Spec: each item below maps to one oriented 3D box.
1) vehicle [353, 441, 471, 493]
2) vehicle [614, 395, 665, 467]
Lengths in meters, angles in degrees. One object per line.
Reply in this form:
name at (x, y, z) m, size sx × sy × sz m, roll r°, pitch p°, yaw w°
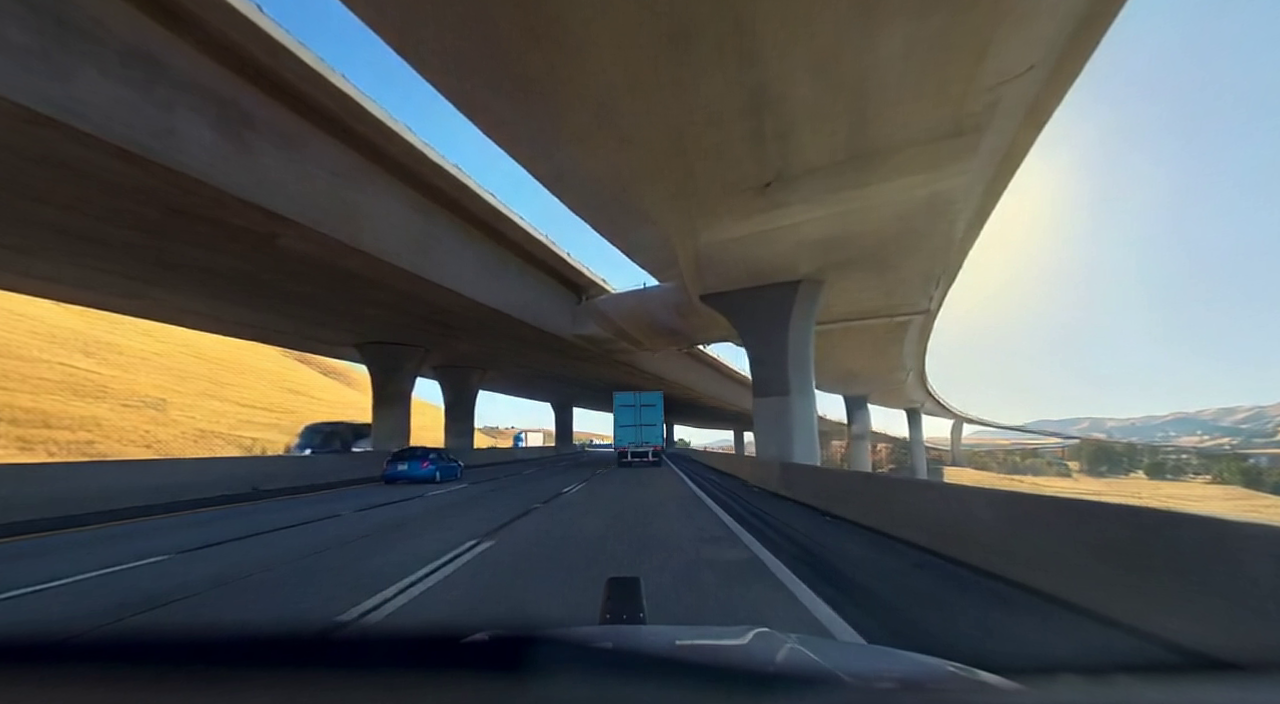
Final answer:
vehicle at (-7.231, 3.681, 20.606) m, size 2.078 × 1.496 × 4.563 m, roll 0°, pitch -8°, yaw 1°
vehicle at (0.060, 5.297, 41.323) m, size 2.866 × 4.014 × 11.261 m, roll 0°, pitch -8°, yaw 1°
